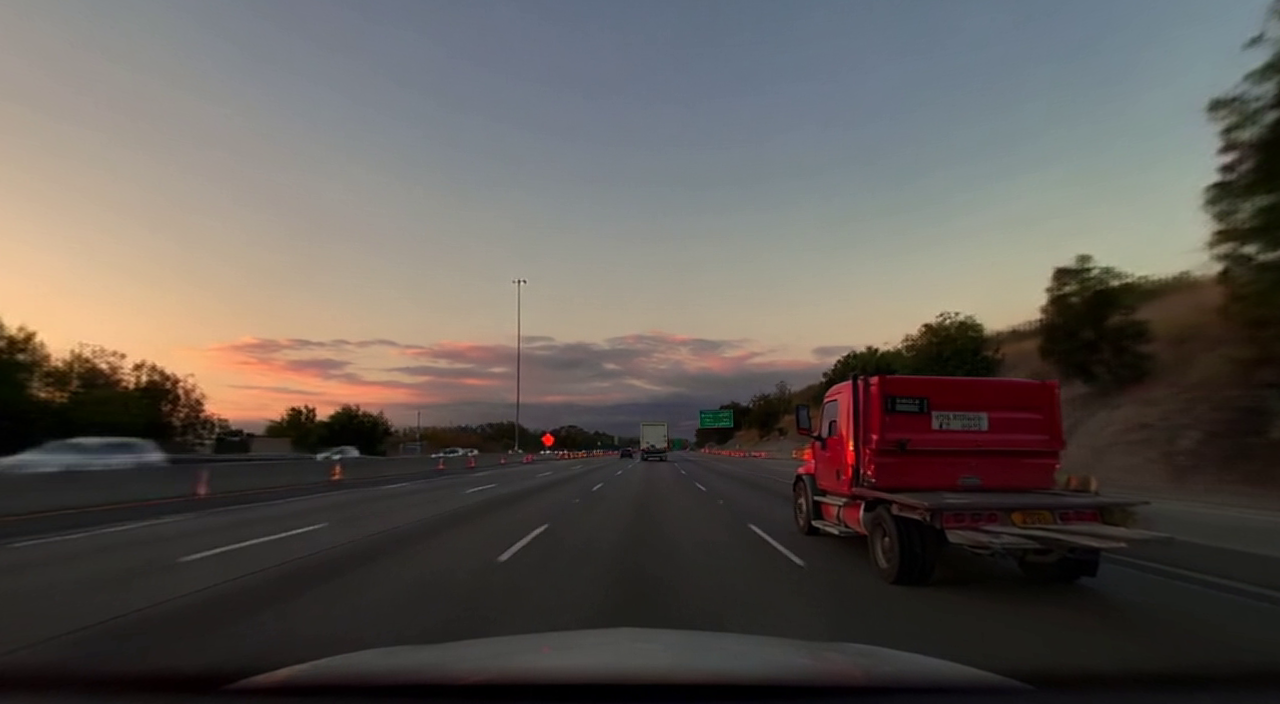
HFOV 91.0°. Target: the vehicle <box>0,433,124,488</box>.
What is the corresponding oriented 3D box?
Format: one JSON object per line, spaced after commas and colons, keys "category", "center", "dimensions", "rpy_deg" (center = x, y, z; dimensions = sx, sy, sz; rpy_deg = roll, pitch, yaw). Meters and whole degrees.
{"category": "vehicle", "center": [-19.786, 3.449, 20.160], "dimensions": [2.134, 1.595, 5.049], "rpy_deg": [0, -9, 1]}
